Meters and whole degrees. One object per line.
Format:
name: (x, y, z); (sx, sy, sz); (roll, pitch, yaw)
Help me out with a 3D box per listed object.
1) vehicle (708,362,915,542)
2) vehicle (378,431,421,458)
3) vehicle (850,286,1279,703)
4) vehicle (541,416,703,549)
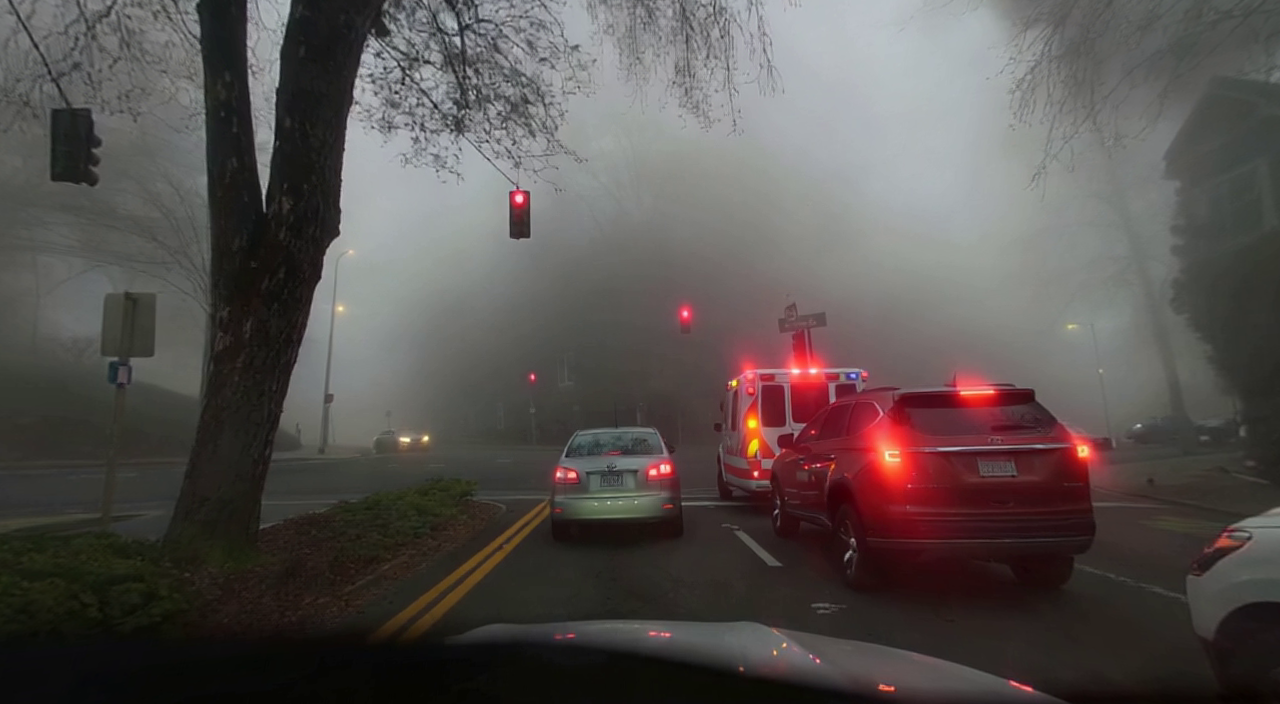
vehicle: (2.886, 1.895, 12.366); (2.406, 2.687, 5.521); (0, -8, -1)
vehicle: (-17.757, 6.881, 46.859); (2.246, 1.880, 4.454); (1, -9, -12)
vehicle: (2.849, 0.898, 2.839); (2.194, 1.820, 4.652); (0, -8, 0)
vehicle: (-0.282, 1.976, 10.185); (2.114, 1.707, 3.725); (0, -8, -1)
